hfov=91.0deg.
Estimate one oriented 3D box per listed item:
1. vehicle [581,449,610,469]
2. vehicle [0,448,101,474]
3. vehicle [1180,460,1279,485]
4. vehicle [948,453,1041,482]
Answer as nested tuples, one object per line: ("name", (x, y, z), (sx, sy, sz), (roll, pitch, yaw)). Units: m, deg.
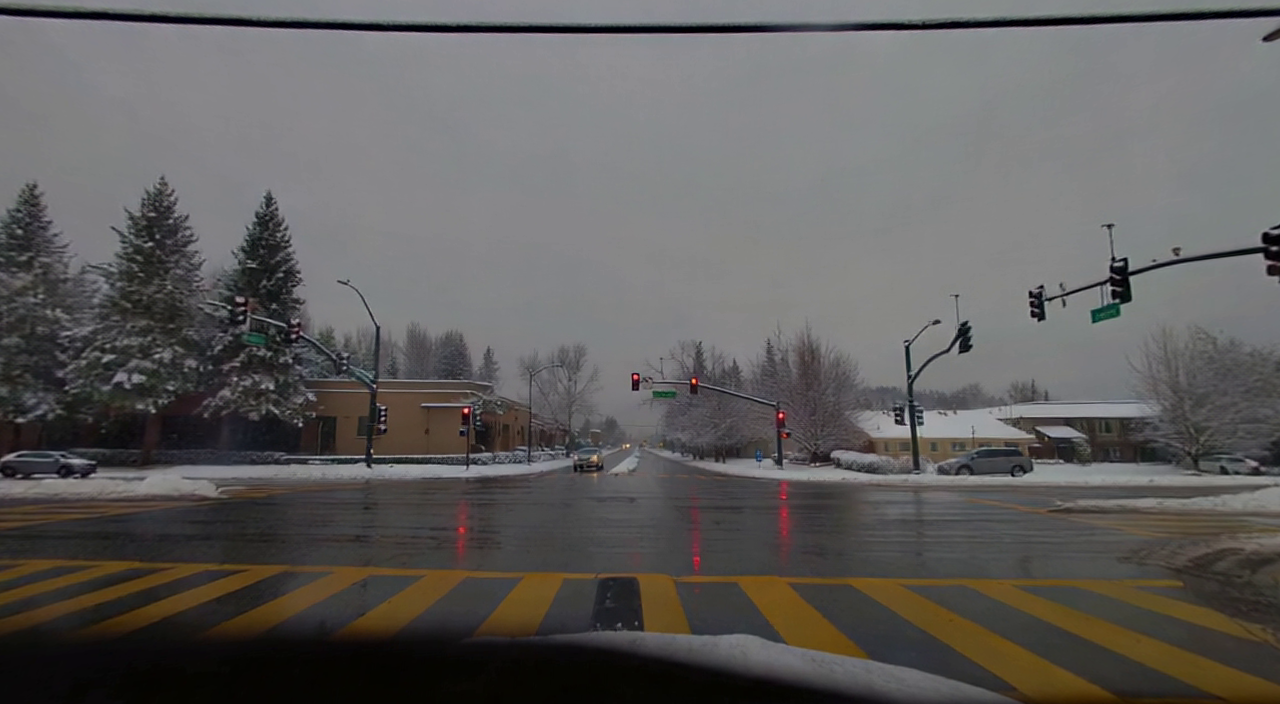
("vehicle", (-3.423, 8.353, 49.194), (1.908, 1.441, 4.142), (0, -8, 1))
("vehicle", (-35.116, 6.419, 37.201), (4.741, 1.447, 1.807), (0, -9, 0))
("vehicle", (36.239, 7.307, 38.278), (4.976, 1.428, 1.929), (0, -8, -2))
("vehicle", (21.118, 6.870, 37.576), (4.447, 1.623, 1.801), (0, -9, -3))
